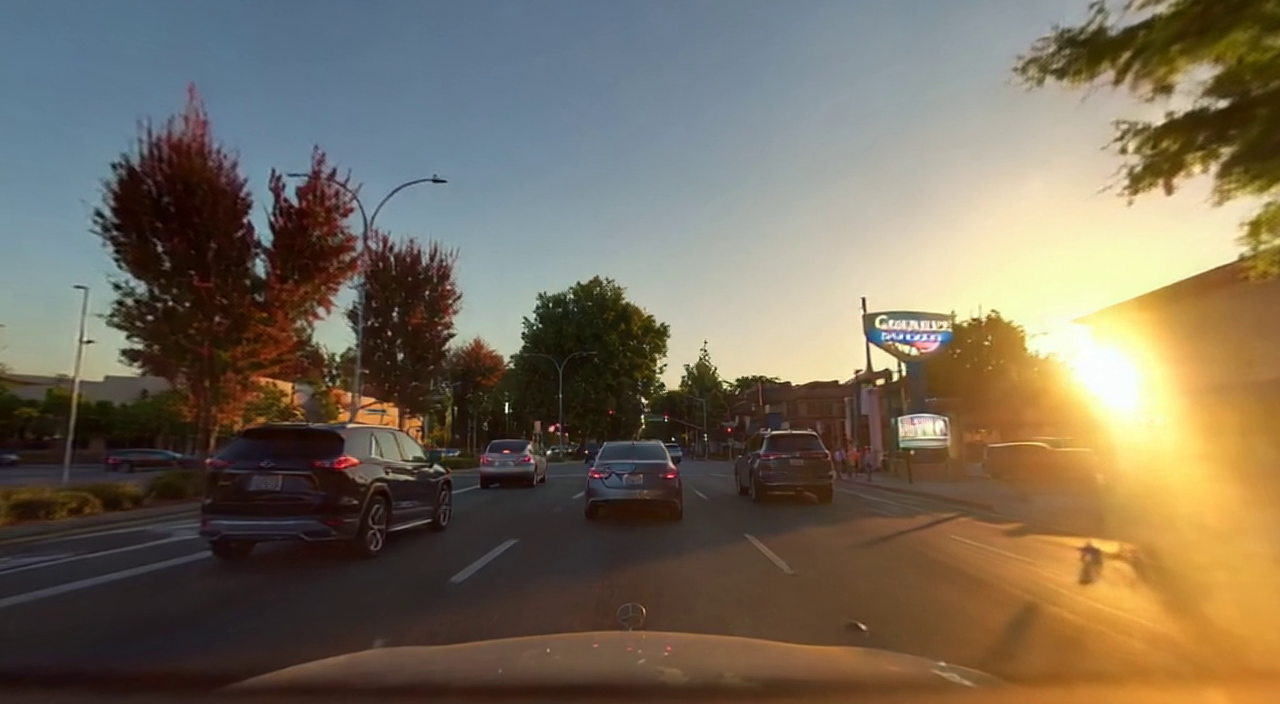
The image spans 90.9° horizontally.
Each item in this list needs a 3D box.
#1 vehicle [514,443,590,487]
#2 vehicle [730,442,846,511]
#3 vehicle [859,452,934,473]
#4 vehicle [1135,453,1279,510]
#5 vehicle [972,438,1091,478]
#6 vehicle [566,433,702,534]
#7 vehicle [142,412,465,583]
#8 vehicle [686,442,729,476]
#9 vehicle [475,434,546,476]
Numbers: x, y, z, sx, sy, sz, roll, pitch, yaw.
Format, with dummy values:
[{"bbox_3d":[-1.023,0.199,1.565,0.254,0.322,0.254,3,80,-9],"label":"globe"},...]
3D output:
[{"bbox_3d":[-3.198,4.212,23.802,2.126,1.490,4.265,0,-8,2],"label":"vehicle"},{"bbox_3d":[3.538,3.041,15.920,1.979,1.485,4.207,0,-8,1],"label":"vehicle"},{"bbox_3d":[19.217,8.317,47.437,4.795,1.457,1.986,0,-8,4],"label":"vehicle"},{"bbox_3d":[17.268,3.707,18.523,1.860,1.408,4.631,0,-8,4],"label":"vehicle"},{"bbox_3d":[17.934,4.840,29.070,1.907,1.669,4.147,5,-10,-28],"label":"vehicle"},{"bbox_3d":[-0.096,2.368,11.973,2.121,1.563,4.031,0,-8,0],"label":"vehicle"},{"bbox_3d":[-3.930,1.750,8.354,1.983,1.685,3.997,0,-8,1],"label":"vehicle"},{"bbox_3d":[3.556,5.697,33.808,1.848,1.665,3.747,0,-8,0],"label":"vehicle"},{"bbox_3d":[-6.764,5.475,33.704,2.321,2.013,5.640,0,-8,3],"label":"vehicle"}]
